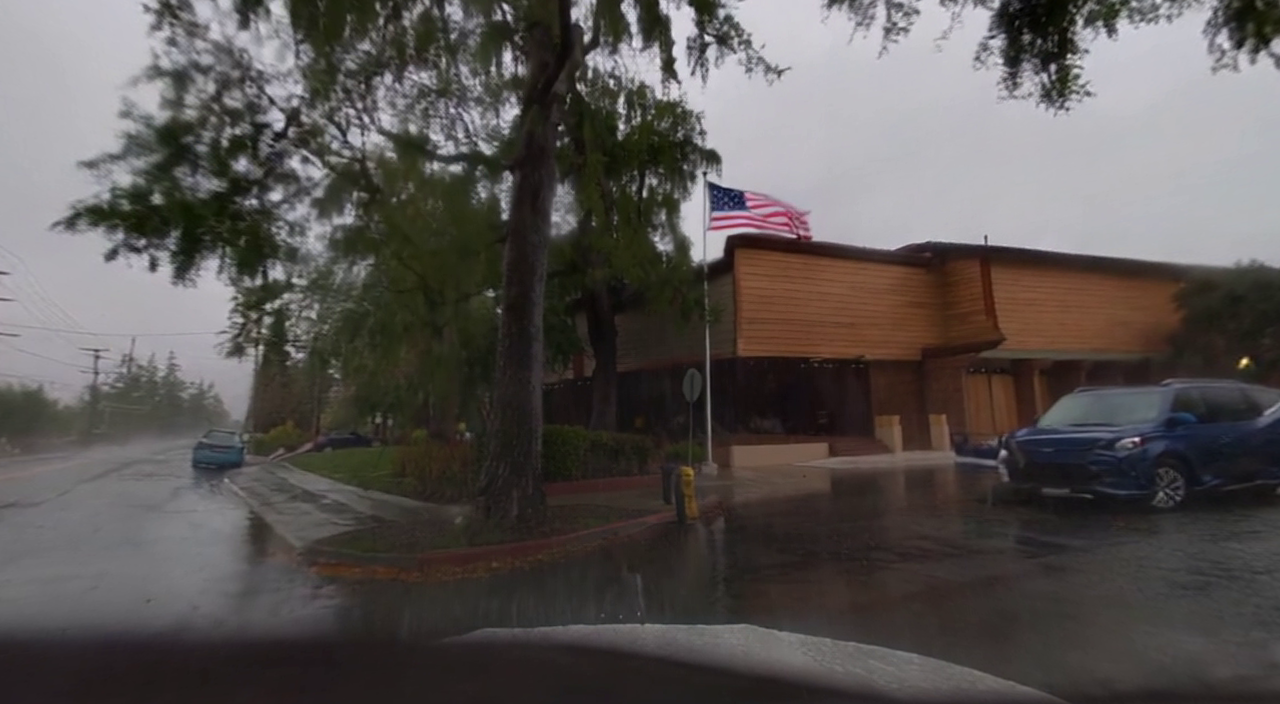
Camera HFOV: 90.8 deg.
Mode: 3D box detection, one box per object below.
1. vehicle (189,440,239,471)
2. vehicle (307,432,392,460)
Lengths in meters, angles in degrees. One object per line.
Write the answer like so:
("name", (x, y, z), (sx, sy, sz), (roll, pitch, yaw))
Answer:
("vehicle", (-22.267, 5.404, 33.070), (1.941, 1.460, 4.206), (5, -11, -33))
("vehicle", (-19.176, 6.178, 41.732), (4.767, 1.735, 1.920), (5, -11, -34))
